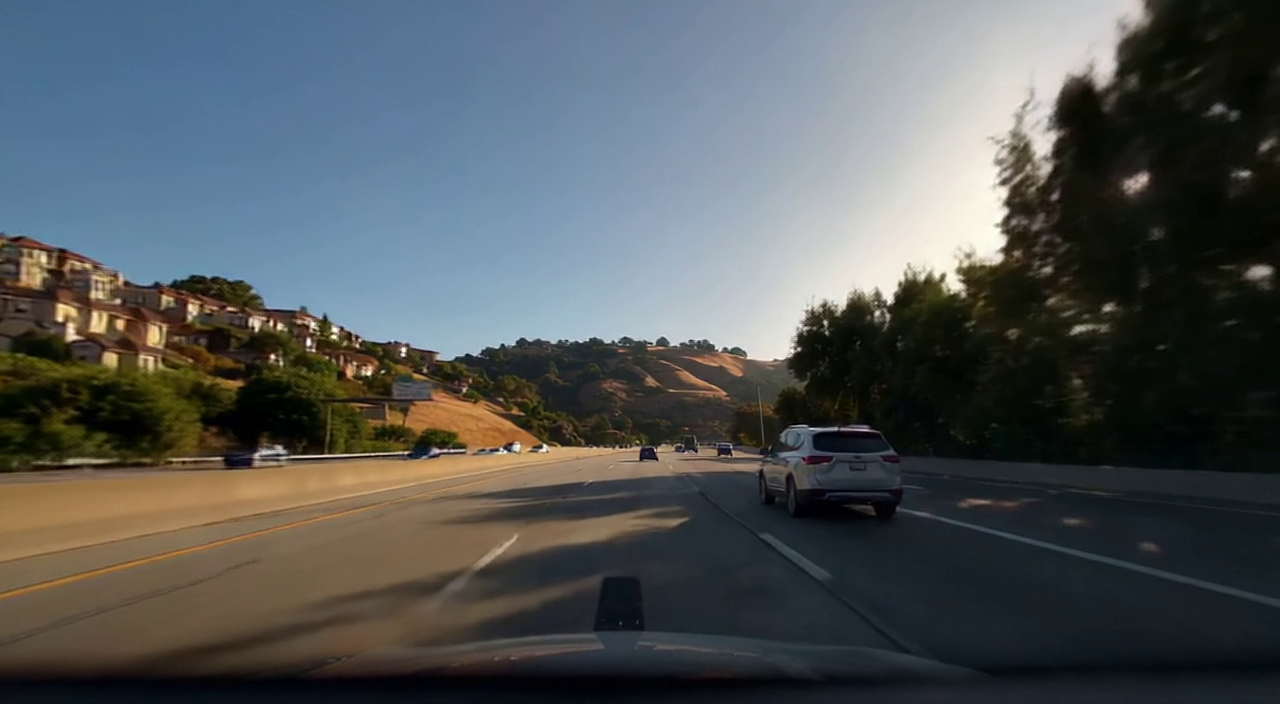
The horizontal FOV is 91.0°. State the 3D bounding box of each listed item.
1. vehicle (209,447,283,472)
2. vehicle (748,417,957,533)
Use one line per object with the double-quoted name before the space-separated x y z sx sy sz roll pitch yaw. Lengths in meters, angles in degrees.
"vehicle" -28.051 7.624 45.009 2.026 1.649 4.651 -1 -9 5
"vehicle" 3.677 2.245 12.061 2.318 1.766 4.587 0 -9 -1
